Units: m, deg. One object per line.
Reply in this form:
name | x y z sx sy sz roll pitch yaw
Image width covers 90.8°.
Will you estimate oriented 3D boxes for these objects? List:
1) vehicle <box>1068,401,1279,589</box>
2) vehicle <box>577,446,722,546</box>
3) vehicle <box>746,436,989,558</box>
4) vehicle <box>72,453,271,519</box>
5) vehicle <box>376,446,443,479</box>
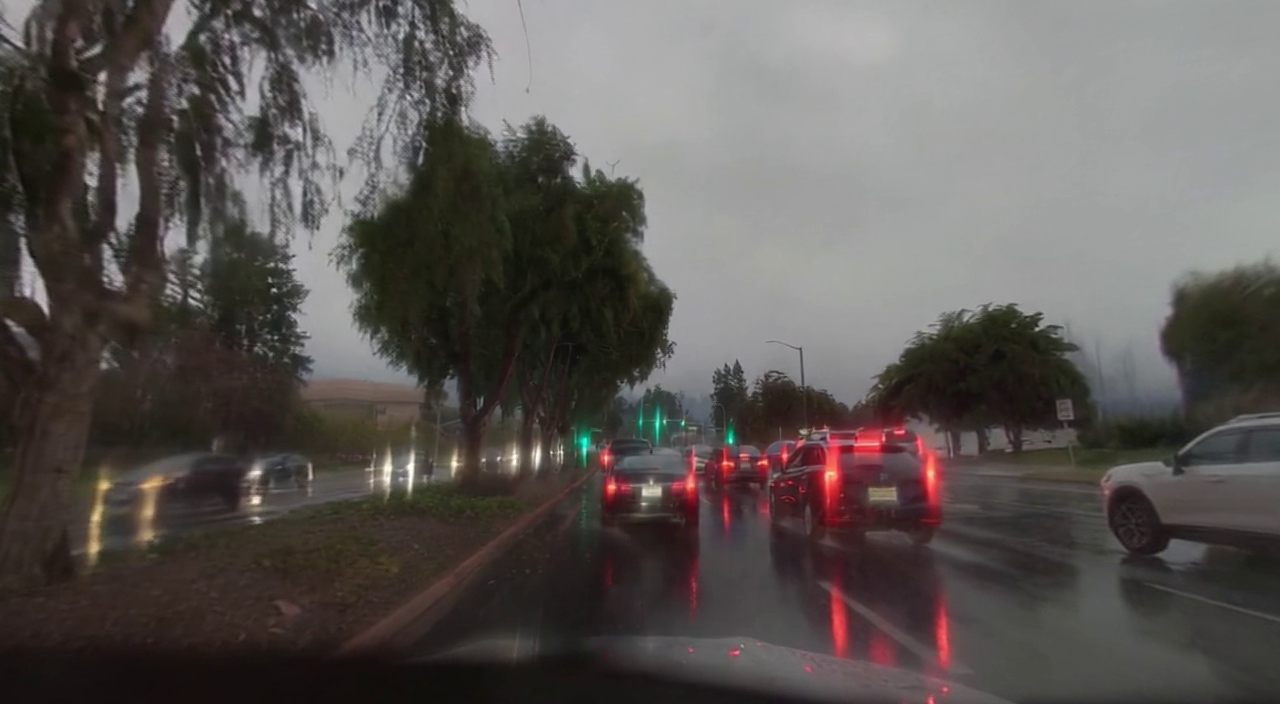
vehicle | 6.932 1.413 6.437 1.987 1.730 4.373 0 -9 -1
vehicle | 0.092 2.274 10.713 1.990 1.347 4.067 0 -9 -1
vehicle | 3.165 2.120 10.147 1.970 1.445 4.974 0 -9 -1
vehicle | -12.255 3.490 17.019 1.943 1.467 4.442 0 -9 0
vehicle | -12.421 5.937 34.348 1.963 1.649 4.290 0 -8 0
